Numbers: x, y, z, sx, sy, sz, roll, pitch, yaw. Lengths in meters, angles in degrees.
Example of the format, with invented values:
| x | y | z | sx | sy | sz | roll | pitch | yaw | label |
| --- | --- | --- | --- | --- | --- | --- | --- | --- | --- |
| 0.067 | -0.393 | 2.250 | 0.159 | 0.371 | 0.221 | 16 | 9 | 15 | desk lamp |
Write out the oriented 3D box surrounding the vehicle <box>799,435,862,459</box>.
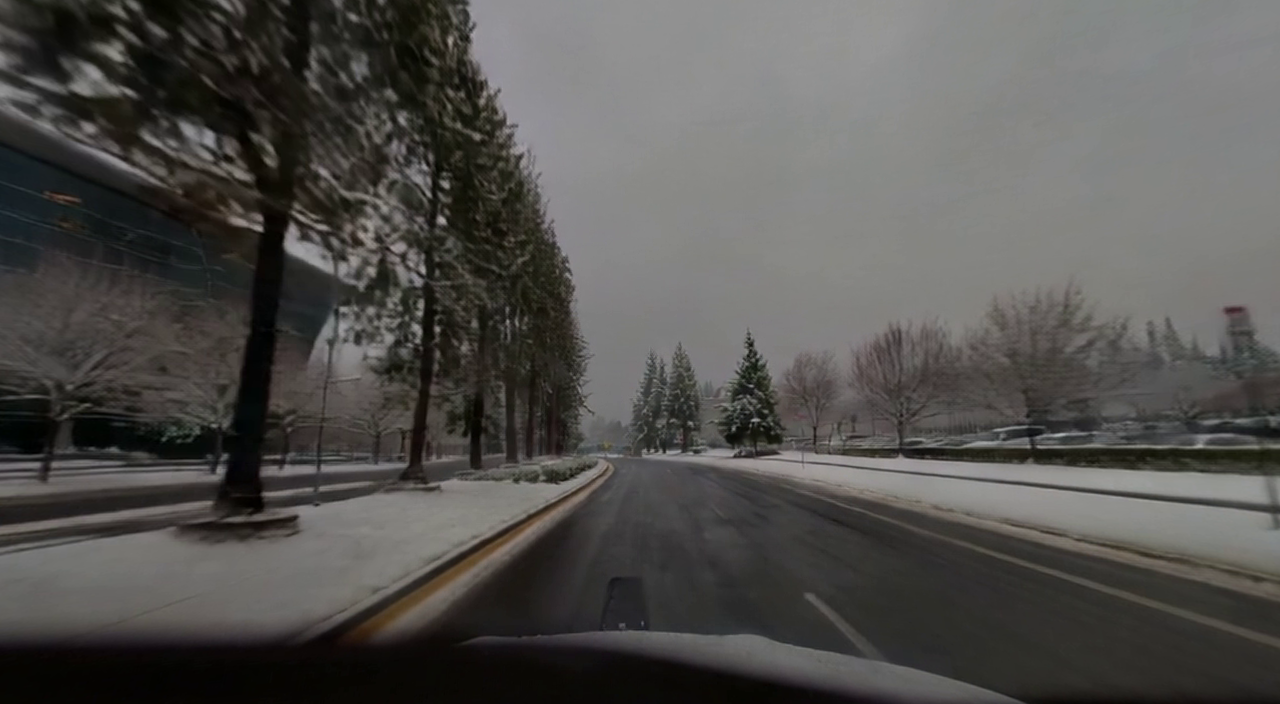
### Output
| x | y | z | sx | sy | sz | roll | pitch | yaw | label |
| --- | --- | --- | --- | --- | --- | --- | --- | --- | --- |
| 14.619 | 7.282 | 48.399 | 4.105 | 1.705 | 1.995 | 0 | -8 | -9 | vehicle |

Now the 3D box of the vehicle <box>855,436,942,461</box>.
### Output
| x | y | z | sx | sy | sz | roll | pitch | yaw | label |
| --- | --- | --- | --- | --- | --- | --- | --- | --- | --- |
| 16.134 | 6.043 | 39.420 | 4.526 | 1.517 | 1.979 | 0 | -9 | -5 | vehicle |

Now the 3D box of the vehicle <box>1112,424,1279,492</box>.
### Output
| x | y | z | sx | sy | sz | roll | pitch | yaw | label |
| --- | --- | --- | --- | --- | --- | --- | --- | --- | --- |
| 15.569 | 2.780 | 16.791 | 4.198 | 1.552 | 2.087 | -2 | -9 | 0 | vehicle |

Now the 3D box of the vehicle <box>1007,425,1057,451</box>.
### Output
| x | y | z | sx | sy | sz | roll | pitch | yaw | label |
| --- | --- | --- | --- | --- | --- | --- | --- | --- | --- |
| 29.522 | 6.470 | 47.355 | 2.153 | 1.686 | 4.805 | -10 | -10 | 42 | vehicle |
